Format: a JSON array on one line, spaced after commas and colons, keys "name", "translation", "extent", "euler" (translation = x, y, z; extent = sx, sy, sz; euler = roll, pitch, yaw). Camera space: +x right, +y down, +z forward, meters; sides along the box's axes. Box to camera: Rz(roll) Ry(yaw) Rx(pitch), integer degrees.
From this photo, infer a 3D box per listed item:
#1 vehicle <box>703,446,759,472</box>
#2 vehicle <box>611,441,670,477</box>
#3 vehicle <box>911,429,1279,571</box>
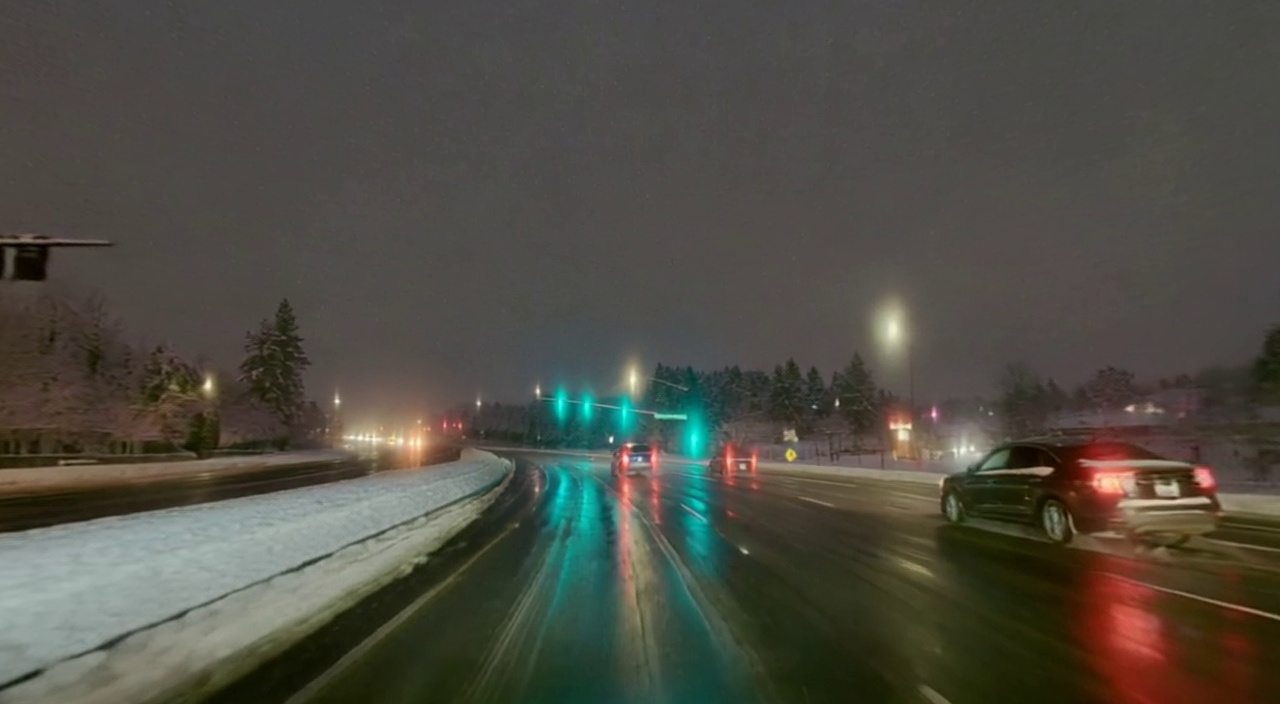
[{"name": "vehicle", "translation": [5.543, 6.566, 39.008], "extent": [1.940, 1.460, 4.652], "euler": [2, -8, -11]}, {"name": "vehicle", "translation": [-0.068, 5.284, 31.573], "extent": [2.122, 1.646, 4.525], "euler": [2, -8, -10]}, {"name": "vehicle", "translation": [5.813, 1.883, 8.896], "extent": [1.882, 1.476, 4.344], "euler": [0, -8, -3]}]
